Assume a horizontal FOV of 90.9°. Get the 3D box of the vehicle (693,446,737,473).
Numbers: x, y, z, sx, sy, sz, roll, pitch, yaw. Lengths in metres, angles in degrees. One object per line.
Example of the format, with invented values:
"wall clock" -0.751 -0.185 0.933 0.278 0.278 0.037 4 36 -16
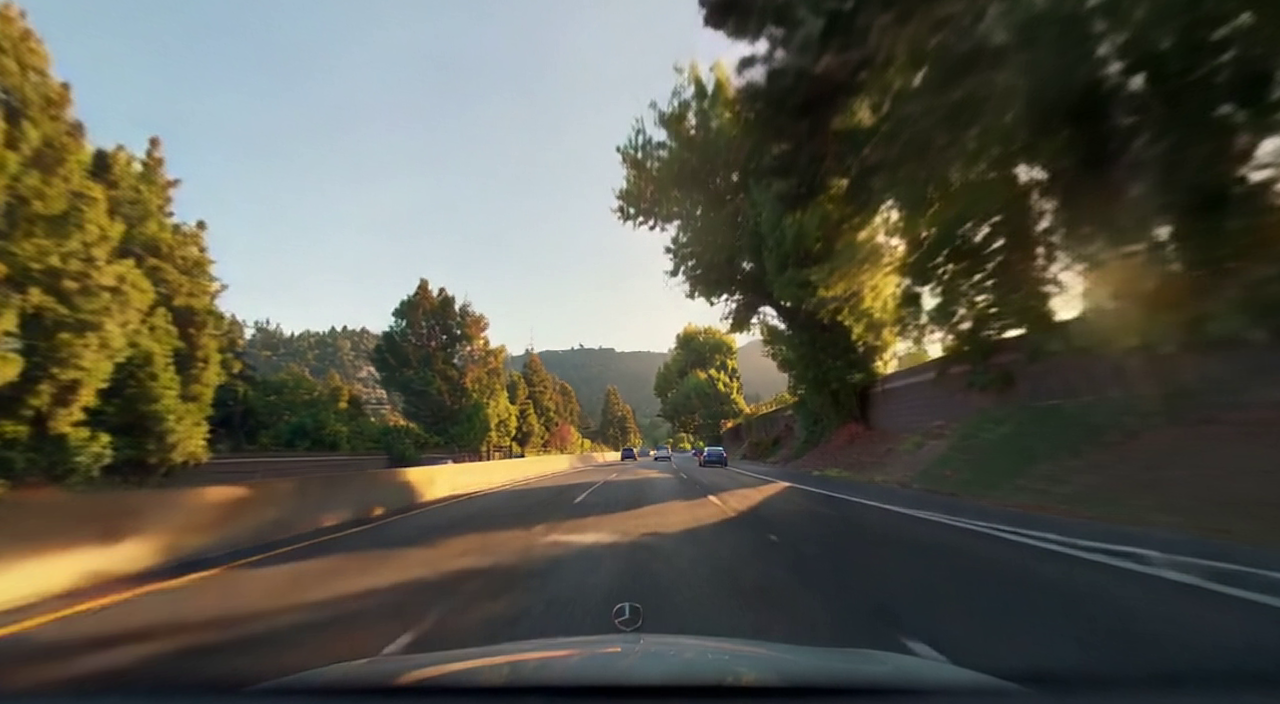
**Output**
"vehicle" 4.505 6.550 38.530 2.175 1.574 3.943 0 -9 0
